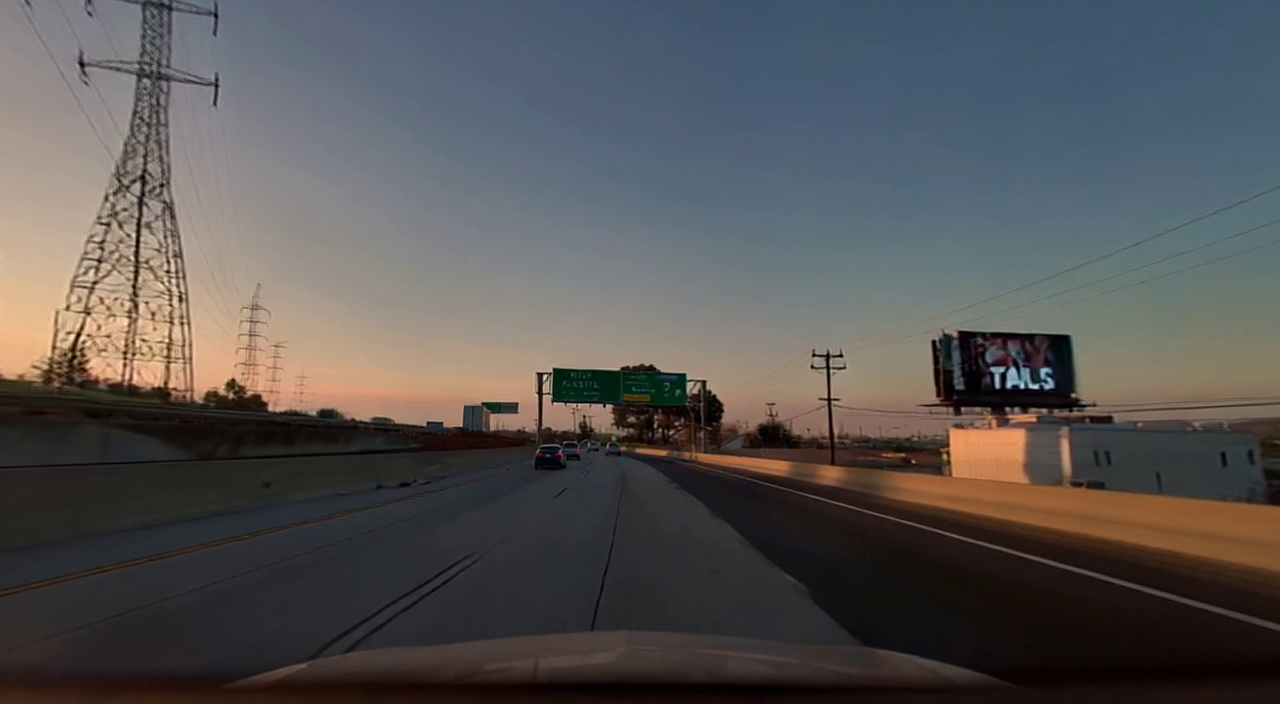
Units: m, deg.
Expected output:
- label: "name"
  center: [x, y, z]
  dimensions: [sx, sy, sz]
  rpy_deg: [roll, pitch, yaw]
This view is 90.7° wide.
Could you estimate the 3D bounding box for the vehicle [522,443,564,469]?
- label: "vehicle"
  center: [-5.597, 6.021, 36.931]
  dimensions: [1.921, 1.420, 4.078]
  rpy_deg: [0, -8, -2]
